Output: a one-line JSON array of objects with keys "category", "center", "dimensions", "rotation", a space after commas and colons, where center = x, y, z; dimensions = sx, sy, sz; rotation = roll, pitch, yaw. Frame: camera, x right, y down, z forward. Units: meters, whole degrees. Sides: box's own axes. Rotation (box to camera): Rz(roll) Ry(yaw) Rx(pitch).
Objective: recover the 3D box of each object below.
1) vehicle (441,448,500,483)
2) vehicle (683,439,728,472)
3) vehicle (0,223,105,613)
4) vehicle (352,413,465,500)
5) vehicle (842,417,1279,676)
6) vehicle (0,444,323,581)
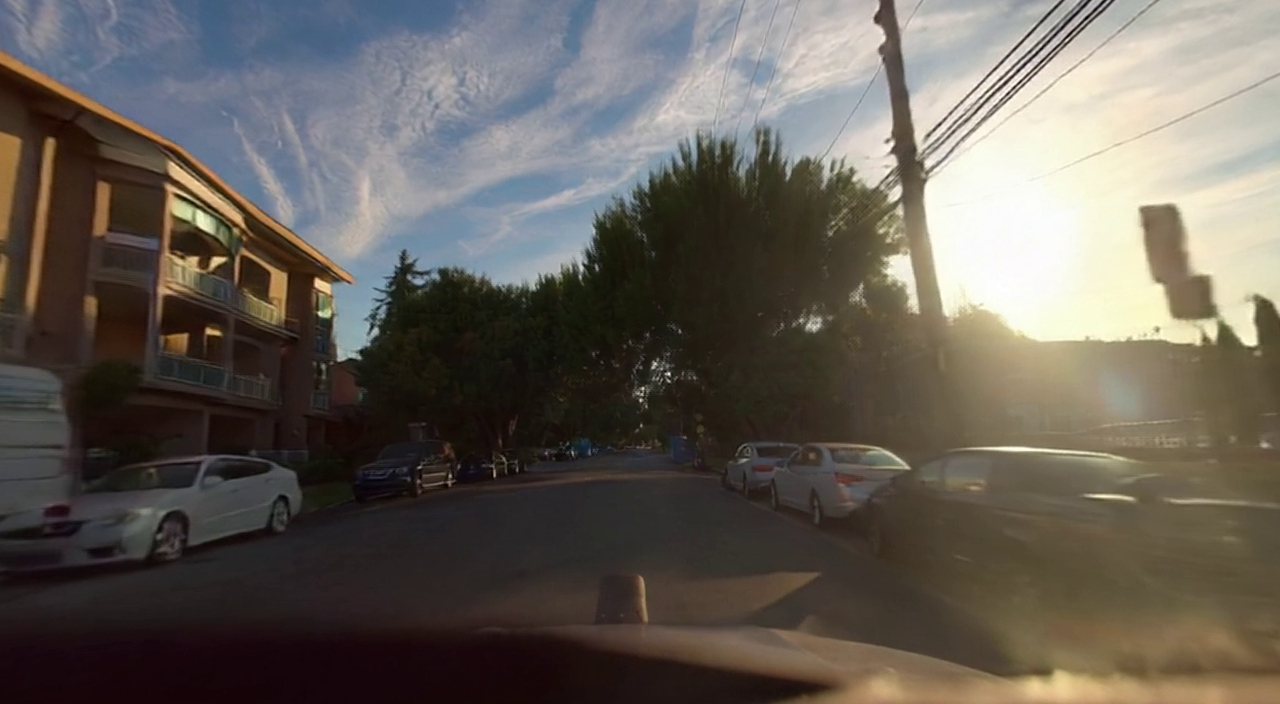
[{"category": "vehicle", "center": [-7.817, 5.259, 29.506], "dimensions": [1.873, 1.437, 4.068], "rotation": [-1, -8, -4]}, {"category": "vehicle", "center": [3.553, 5.749, 35.225], "dimensions": [2.095, 1.694, 4.592], "rotation": [-1, -8, 1]}, {"category": "vehicle", "center": [-7.470, 0.306, 3.553], "dimensions": [2.901, 3.610, 6.707], "rotation": [-3, -9, 1]}, {"category": "vehicle", "center": [-7.156, 3.279, 20.061], "dimensions": [1.889, 2.463, 4.142], "rotation": [0, -9, 1]}, {"category": "vehicle", "center": [3.848, 1.523, 6.278], "dimensions": [2.022, 1.521, 4.933], "rotation": [0, -9, 0]}, {"category": "vehicle", "center": [-7.255, 2.366, 10.296], "dimensions": [1.894, 1.585, 4.514], "rotation": [-3, -8, 0]}]
